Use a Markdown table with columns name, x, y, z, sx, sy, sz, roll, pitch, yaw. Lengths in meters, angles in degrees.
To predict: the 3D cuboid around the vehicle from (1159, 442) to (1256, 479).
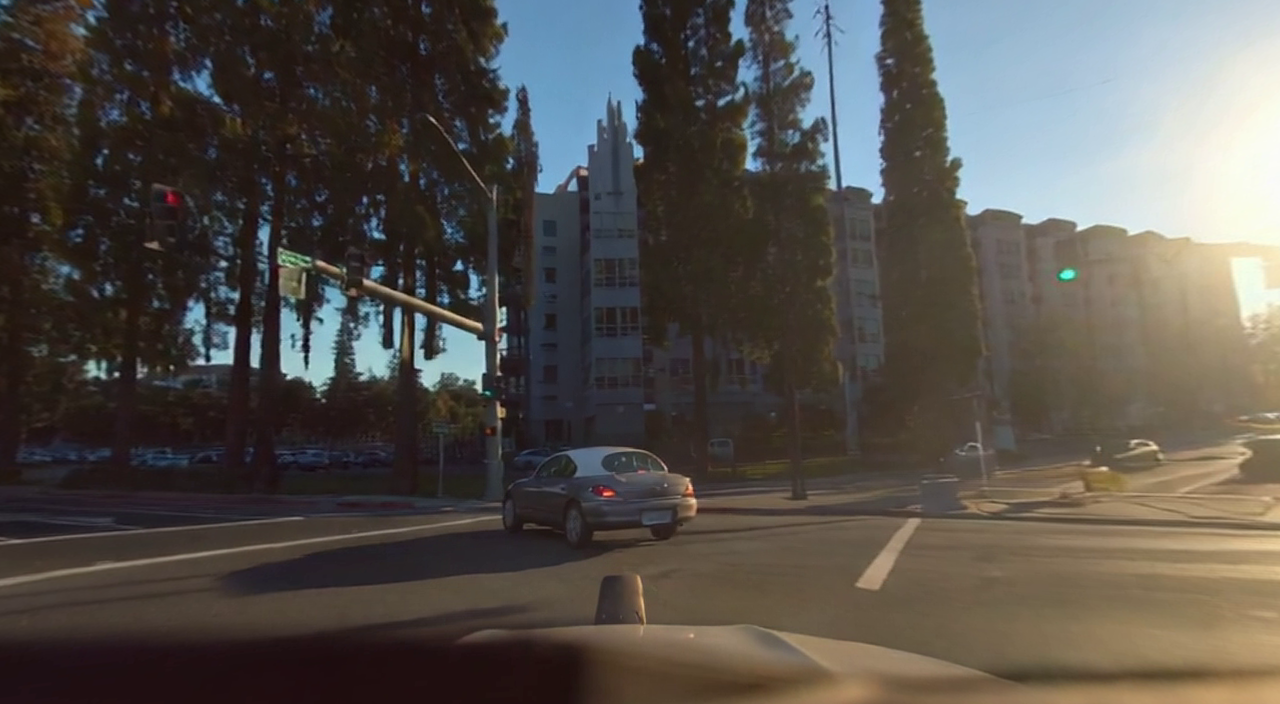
| name | x | y | z | sx | sy | sz | roll | pitch | yaw |
| --- | --- | --- | --- | --- | --- | --- | --- | --- | --- |
| vehicle | 23.263 | 4.427 | 26.092 | 1.889 | 1.358 | 3.751 | -4 | -9 | 25 |

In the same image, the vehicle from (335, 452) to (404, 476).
| name | x | y | z | sx | sy | sz | roll | pitch | yaw |
| --- | --- | --- | --- | --- | --- | --- | --- | --- | --- |
| vehicle | -17.699 | 7.340 | 41.514 | 1.709 | 1.410 | 3.945 | -3 | -9 | 23 |

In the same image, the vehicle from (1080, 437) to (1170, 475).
| name | x | y | z | sx | sy | sz | roll | pitch | yaw |
| --- | --- | --- | --- | --- | --- | --- | --- | --- | --- |
| vehicle | 20.471 | 4.385 | 26.865 | 1.983 | 1.453 | 4.180 | -3 | -9 | 23 |

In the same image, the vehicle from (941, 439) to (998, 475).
| name | x | y | z | sx | sy | sz | roll | pitch | yaw |
| --- | --- | --- | --- | --- | --- | --- | --- | --- | --- |
| vehicle | 15.280 | 4.850 | 29.499 | 2.024 | 1.489 | 4.613 | -4 | -9 | 24 |

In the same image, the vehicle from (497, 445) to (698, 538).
| name | x | y | z | sx | sy | sz | roll | pitch | yaw |
| --- | --- | --- | --- | --- | --- | --- | --- | --- | --- |
| vehicle | -1.020 | 2.696 | 12.970 | 1.903 | 1.529 | 4.254 | 7 | -11 | -40 |

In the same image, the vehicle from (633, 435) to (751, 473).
| name | x | y | z | sx | sy | sz | roll | pitch | yaw |
| --- | --- | --- | --- | --- | --- | --- | --- | --- | --- |
| vehicle | 2.802 | 5.503 | 34.342 | 6.021 | 1.868 | 2.172 | -4 | -9 | 24 |

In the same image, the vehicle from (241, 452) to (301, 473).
| name | x | y | z | sx | sy | sz | roll | pitch | yaw |
| --- | --- | --- | --- | --- | --- | --- | --- | --- | --- |
| vehicle | -26.678 | 7.991 | 45.759 | 1.627 | 1.392 | 3.330 | -3 | -9 | 24 |
